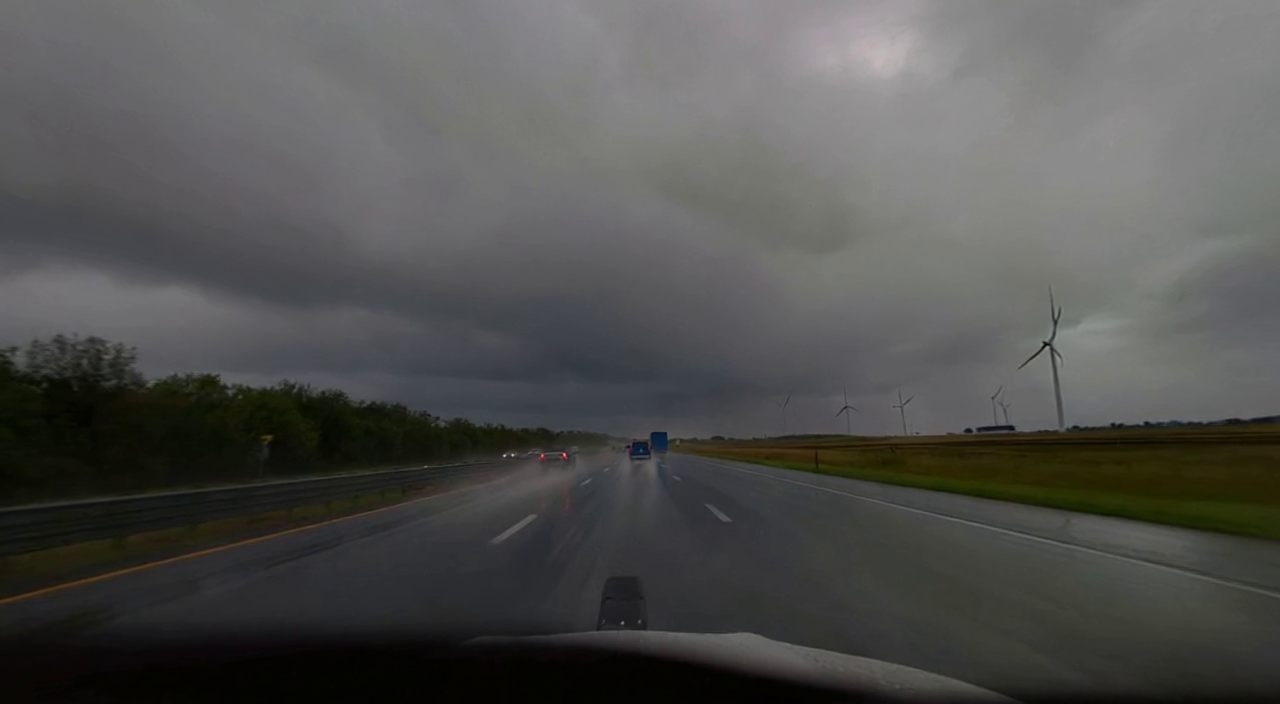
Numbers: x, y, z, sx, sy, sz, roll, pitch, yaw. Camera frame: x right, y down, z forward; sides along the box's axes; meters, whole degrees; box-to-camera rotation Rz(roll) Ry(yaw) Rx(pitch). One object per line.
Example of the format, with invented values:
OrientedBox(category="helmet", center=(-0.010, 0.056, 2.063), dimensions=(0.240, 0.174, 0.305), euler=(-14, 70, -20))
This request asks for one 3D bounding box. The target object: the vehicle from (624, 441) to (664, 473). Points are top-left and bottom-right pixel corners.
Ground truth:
OrientedBox(category="vehicle", center=(0.216, 5.938, 35.652), dimensions=(2.083, 1.689, 4.083), euler=(0, -9, 0))

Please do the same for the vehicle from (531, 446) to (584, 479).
OrientedBox(category="vehicle", center=(-3.922, 5.330, 30.673), dimensions=(1.984, 1.491, 4.341), euler=(0, -9, 0))
